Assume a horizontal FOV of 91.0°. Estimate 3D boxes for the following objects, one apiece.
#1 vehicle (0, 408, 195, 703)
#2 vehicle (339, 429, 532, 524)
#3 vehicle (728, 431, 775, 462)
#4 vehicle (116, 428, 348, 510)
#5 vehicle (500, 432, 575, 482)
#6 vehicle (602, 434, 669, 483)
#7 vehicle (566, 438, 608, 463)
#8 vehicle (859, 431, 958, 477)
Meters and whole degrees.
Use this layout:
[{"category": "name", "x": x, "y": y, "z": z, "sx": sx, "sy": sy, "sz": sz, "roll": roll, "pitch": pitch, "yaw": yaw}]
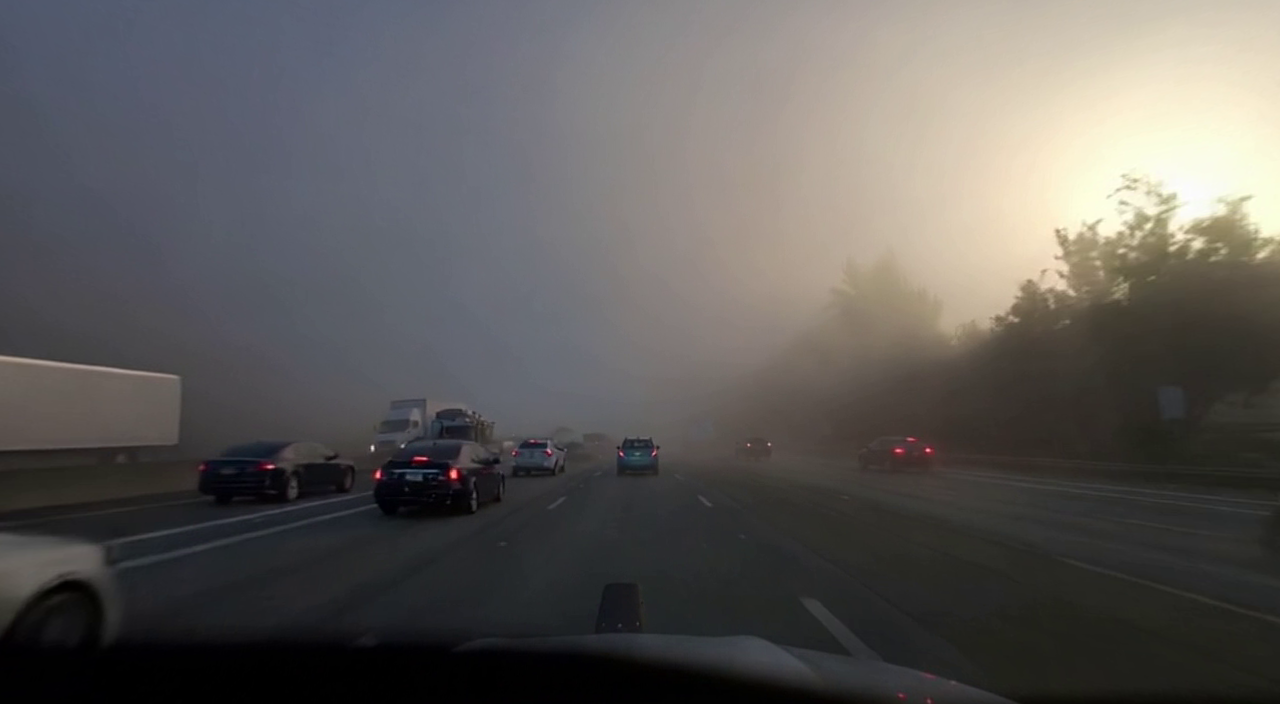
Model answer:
[{"category": "vehicle", "x": -3.589, "y": 0.798, "z": 1.453, "sx": 2.025, "sy": 1.449, "sz": 4.190, "roll": 0, "pitch": -9, "yaw": 0}, {"category": "vehicle", "x": -3.577, "y": 2.275, "z": 12.108, "sx": 2.098, "sy": 1.463, "sz": 4.578, "roll": 0, "pitch": -9, "yaw": 1}, {"category": "vehicle", "x": 6.586, "y": 5.672, "z": 37.651, "sx": 1.992, "sy": 1.745, "sz": 4.329, "roll": 0, "pitch": -9, "yaw": -1}, {"category": "vehicle", "x": -8.814, "y": 2.569, "z": 14.260, "sx": 2.125, "sy": 1.542, "sz": 4.595, "roll": 0, "pitch": -9, "yaw": 1}, {"category": "vehicle", "x": -3.554, "y": 3.722, "z": 22.583, "sx": 1.956, "sy": 1.602, "sz": 4.258, "roll": 0, "pitch": -9, "yaw": 0}, {"category": "vehicle", "x": -0.135, "y": 3.550, "z": 21.225, "sx": 2.053, "sy": 1.461, "sz": 3.941, "roll": 0, "pitch": -9, "yaw": 0}, {"category": "vehicle", "x": -3.177, "y": 6.032, "z": 38.607, "sx": 2.062, "sy": 1.459, "sz": 4.365, "roll": 0, "pitch": -9, "yaw": 1}, {"category": "vehicle", "x": 10.292, "y": 3.931, "z": 24.493, "sx": 2.066, "sy": 1.629, "sz": 3.945, "roll": 0, "pitch": -9, "yaw": -1}]
